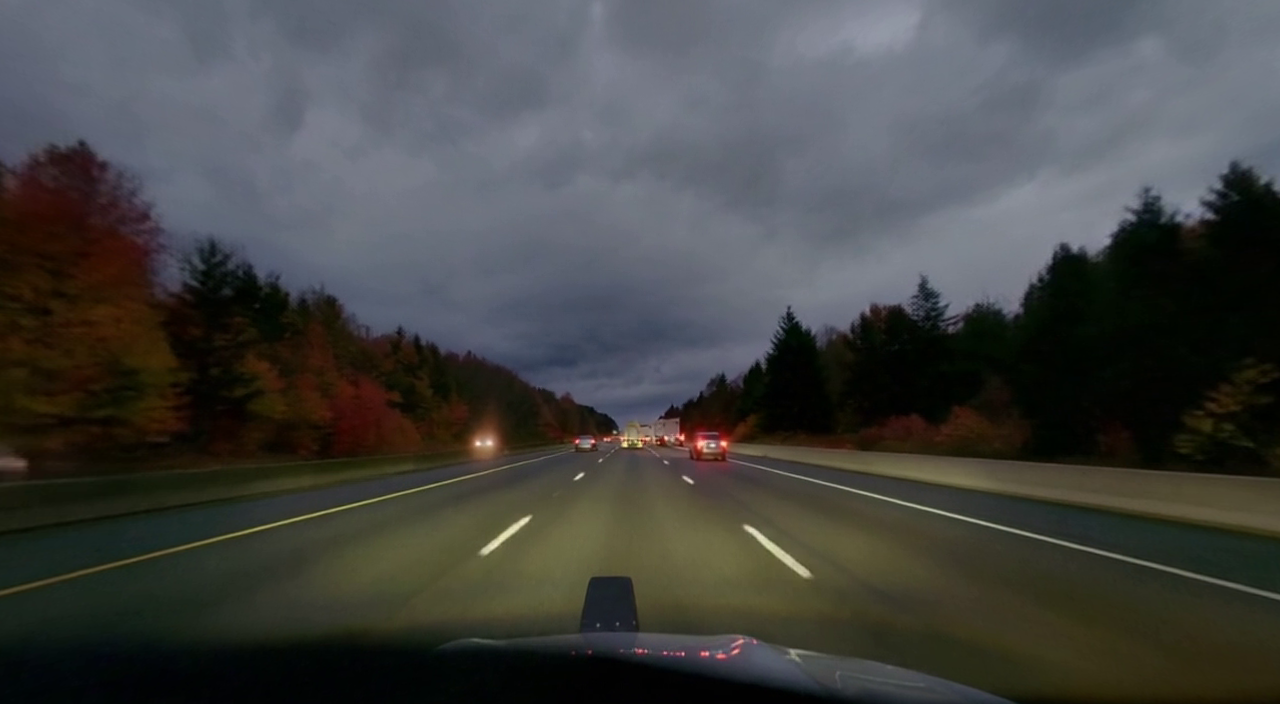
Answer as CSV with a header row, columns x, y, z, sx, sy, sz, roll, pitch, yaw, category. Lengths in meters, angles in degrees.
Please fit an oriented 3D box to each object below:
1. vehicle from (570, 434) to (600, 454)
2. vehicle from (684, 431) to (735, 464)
x,y,z,sx,sy,sz,roll,pitch,yaw,category
-4.183,7.029,48.188,2.027,1.501,3.920,0,-8,-1,vehicle
3.329,4.673,30.953,1.882,1.492,3.958,0,-8,-2,vehicle
